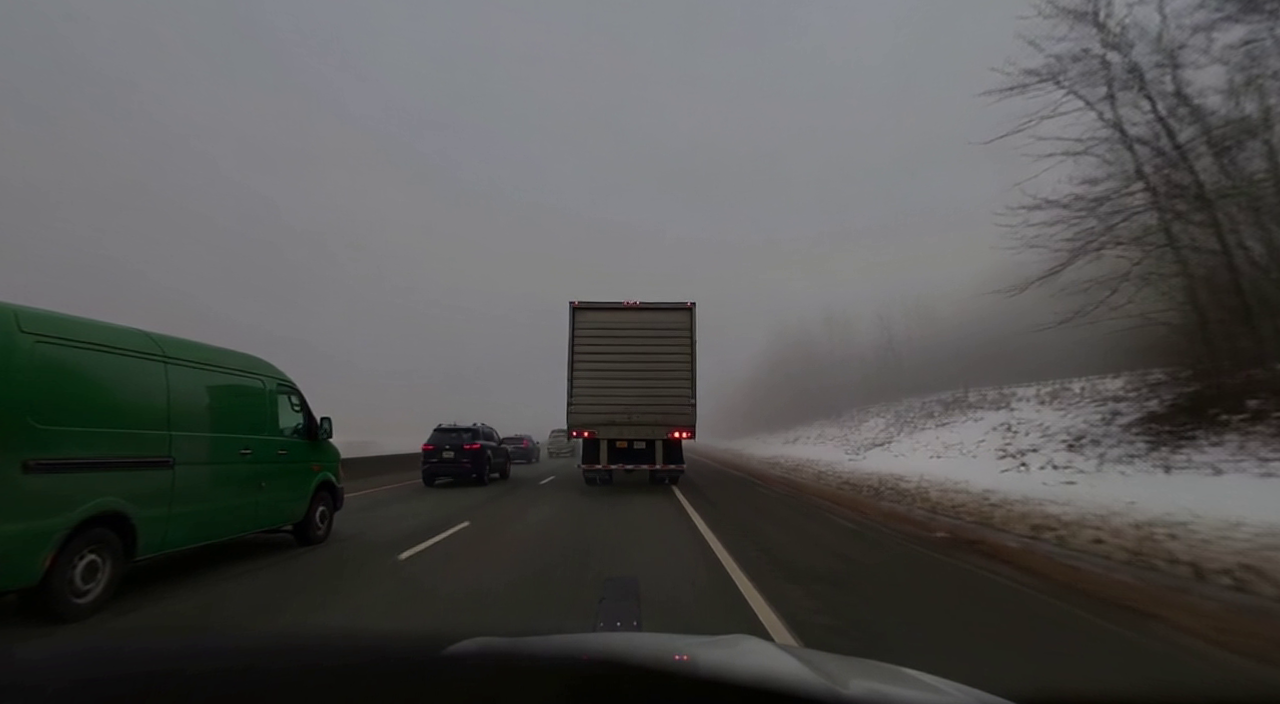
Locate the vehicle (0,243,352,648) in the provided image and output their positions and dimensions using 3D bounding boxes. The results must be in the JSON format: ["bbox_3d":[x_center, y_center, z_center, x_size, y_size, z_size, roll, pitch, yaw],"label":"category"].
[{"bbox_3d":[-5.247,0.849,5.876,2.478,2.515,5.438,0,-8,0],"label":"vehicle"}]

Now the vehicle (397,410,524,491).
[{"bbox_3d":[-4.896,2.778,18.043,2.168,1.985,4.952,0,-8,0],"label":"vehicle"}]

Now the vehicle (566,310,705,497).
[{"bbox_3d":[-0.090,1.756,18.619,2.953,4.041,10.072,0,-8,0],"label":"vehicle"}]

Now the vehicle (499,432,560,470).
[{"bbox_3d":[-4.859,4.392,28.277,1.931,1.539,4.441,0,-8,0],"label":"vehicle"}]
